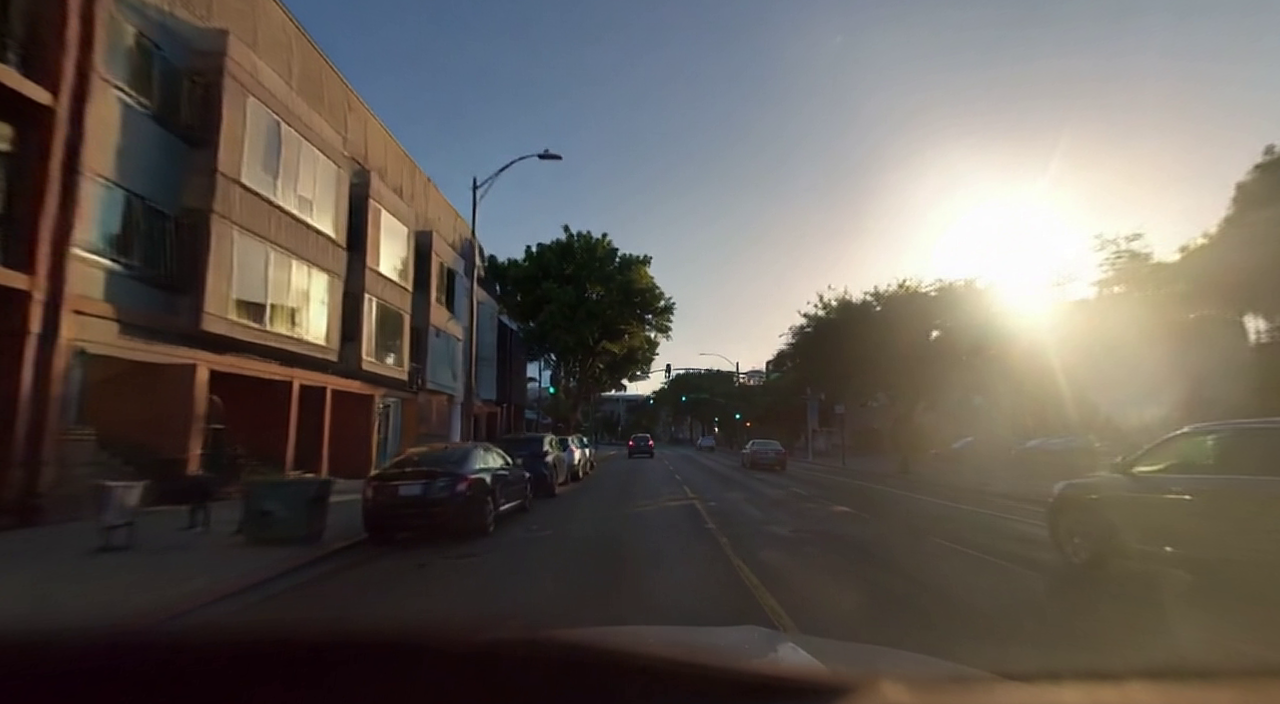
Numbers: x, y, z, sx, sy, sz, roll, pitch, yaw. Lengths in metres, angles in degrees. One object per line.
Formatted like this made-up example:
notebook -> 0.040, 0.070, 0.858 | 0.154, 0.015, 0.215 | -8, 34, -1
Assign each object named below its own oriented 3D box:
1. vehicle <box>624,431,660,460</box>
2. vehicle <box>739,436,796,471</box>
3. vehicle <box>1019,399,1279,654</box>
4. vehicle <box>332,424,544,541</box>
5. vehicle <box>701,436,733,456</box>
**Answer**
vehicle -> 0.122, 5.734, 38.930 | 2.122, 1.689, 3.885 | 0, -8, 0
vehicle -> 5.624, 4.490, 28.179 | 1.799, 1.463, 3.464 | 0, -8, 0
vehicle -> 4.990, 1.183, 4.543 | 1.891, 1.599, 4.173 | 0, -8, 0
vehicle -> -2.921, 1.970, 10.255 | 1.843, 1.482, 4.310 | 0, -8, 2
vehicle -> 6.004, 7.368, 49.596 | 1.917, 1.467, 4.452 | 0, -8, -1
